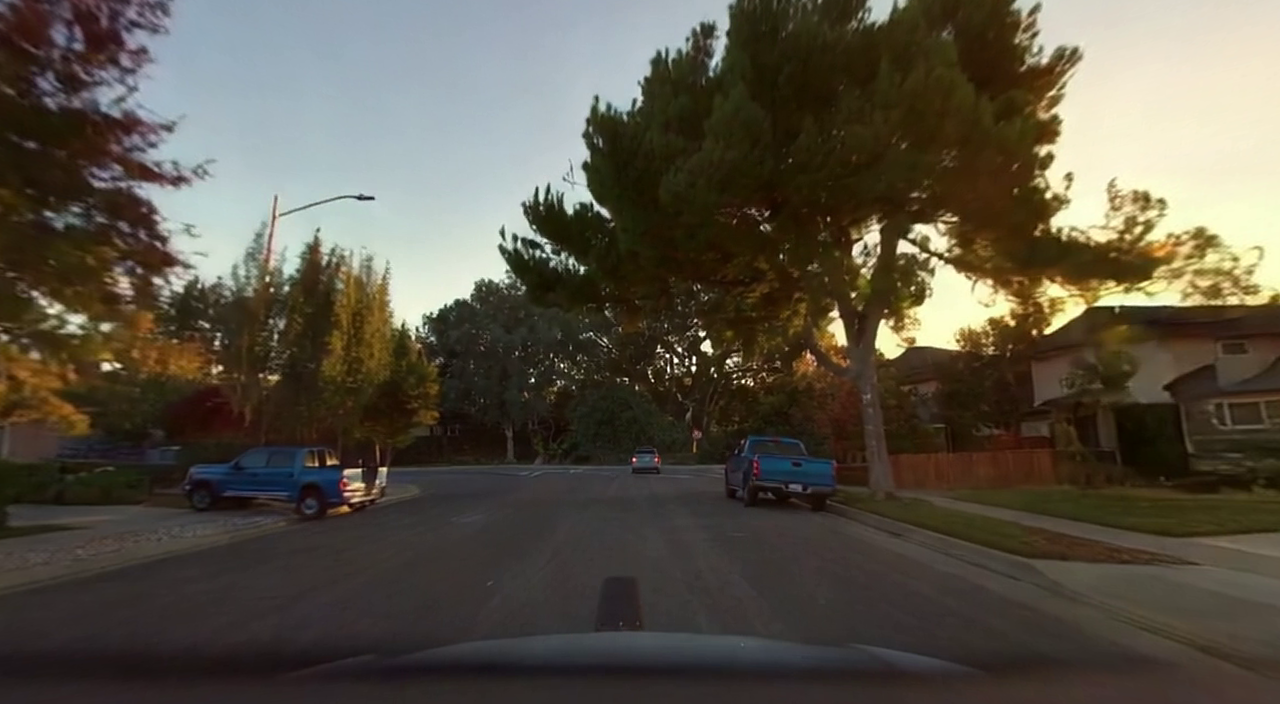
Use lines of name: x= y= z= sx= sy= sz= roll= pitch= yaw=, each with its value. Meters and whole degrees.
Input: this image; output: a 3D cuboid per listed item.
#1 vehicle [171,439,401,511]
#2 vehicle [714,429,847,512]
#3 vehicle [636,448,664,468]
vehicle: x=-9.319 y=3.239 z=16.950 sx=4.947 sy=1.769 sz=2.023 roll=0 pitch=-9 yaw=2
vehicle: x=3.610 y=3.194 z=17.656 sx=2.394 sy=1.901 sz=5.759 roll=0 pitch=-9 yaw=0
vehicle: x=0.735 y=8.085 z=48.370 sx=2.064 sy=1.477 sz=3.968 roll=0 pitch=-9 yaw=1
